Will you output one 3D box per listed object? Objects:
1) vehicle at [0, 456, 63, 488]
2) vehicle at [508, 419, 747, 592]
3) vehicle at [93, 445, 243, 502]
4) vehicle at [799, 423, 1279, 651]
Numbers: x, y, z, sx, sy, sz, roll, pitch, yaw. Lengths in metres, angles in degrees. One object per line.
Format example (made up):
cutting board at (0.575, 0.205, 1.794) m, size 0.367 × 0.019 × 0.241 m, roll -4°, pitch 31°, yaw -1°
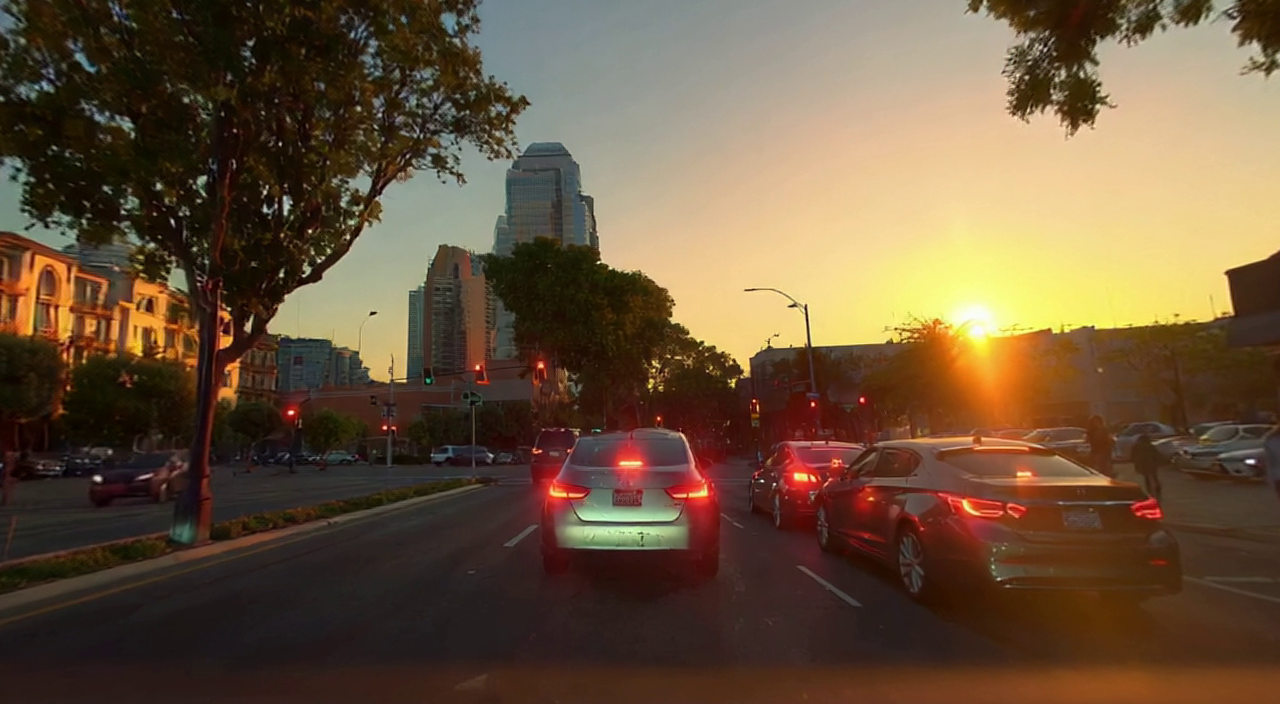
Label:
vehicle at (-31.734, 5.992, 31.560) m, size 1.913 × 1.531 × 4.000 m, roll -9°, pitch -12°, yaw 43°
vehicle at (-0.142, 1.667, 7.684) m, size 2.118 × 1.512 × 4.013 m, roll 0°, pitch -9°, yaw -1°
vehicle at (-15.103, 3.860, 20.556) m, size 1.933 × 1.614 × 4.042 m, roll 0°, pitch -9°, yaw -4°
vehicle at (3.208, 1.543, 6.436) m, size 1.912 × 1.454 × 4.537 m, roll 0°, pitch -9°, yaw -1°
